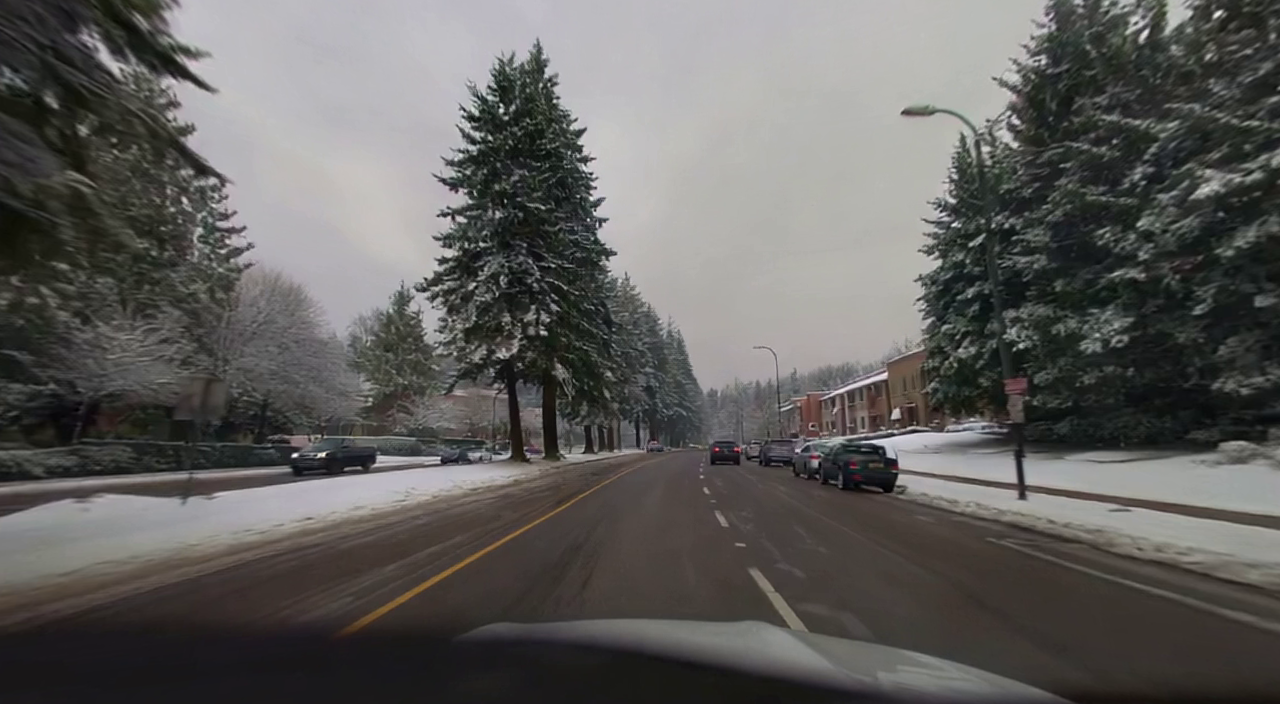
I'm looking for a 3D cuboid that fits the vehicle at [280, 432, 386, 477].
[{"bbox_3d":[-14.486,4.872,30.190,2.049,1.933,5.586,0,-8,2],"label":"vehicle"}]

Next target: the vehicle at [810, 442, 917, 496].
[{"bbox_3d":[7.147,3.753,20.783,1.959,1.538,4.953,0,-8,3],"label":"vehicle"}]

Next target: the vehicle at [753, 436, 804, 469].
[{"bbox_3d":[8.727,6.371,40.190,2.213,1.949,5.907,0,-8,3],"label":"vehicle"}]

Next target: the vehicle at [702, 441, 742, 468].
[{"bbox_3d":[4.960,6.274,38.803,2.128,1.502,4.572,0,-8,4],"label":"vehicle"}]
